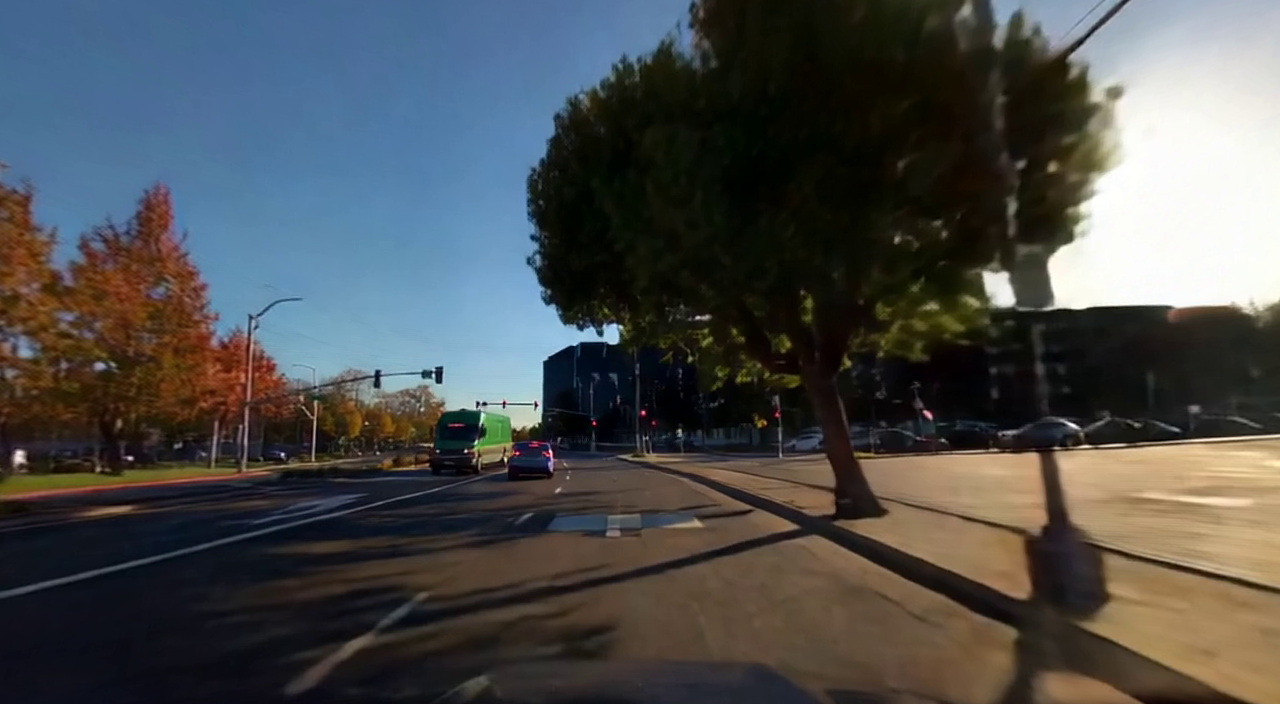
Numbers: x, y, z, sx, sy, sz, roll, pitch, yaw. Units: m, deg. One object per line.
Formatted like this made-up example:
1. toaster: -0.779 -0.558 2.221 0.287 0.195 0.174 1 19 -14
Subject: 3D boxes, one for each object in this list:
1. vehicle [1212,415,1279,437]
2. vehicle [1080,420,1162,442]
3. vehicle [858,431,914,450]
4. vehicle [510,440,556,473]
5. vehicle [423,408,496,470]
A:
1. vehicle: 46.704 5.666 47.766 4.373 1.593 1.908 -2 -9 15
2. vehicle: 38.107 6.283 49.994 4.643 1.620 1.938 -2 -9 13
3. vehicle: 19.391 6.993 49.628 3.718 1.480 1.981 4 -9 -21
4. vehicle: -5.336 5.265 31.906 2.019 1.485 4.565 1 -9 -7
5. vehicle: -9.397 4.670 33.504 2.461 2.889 6.776 1 -9 -6
